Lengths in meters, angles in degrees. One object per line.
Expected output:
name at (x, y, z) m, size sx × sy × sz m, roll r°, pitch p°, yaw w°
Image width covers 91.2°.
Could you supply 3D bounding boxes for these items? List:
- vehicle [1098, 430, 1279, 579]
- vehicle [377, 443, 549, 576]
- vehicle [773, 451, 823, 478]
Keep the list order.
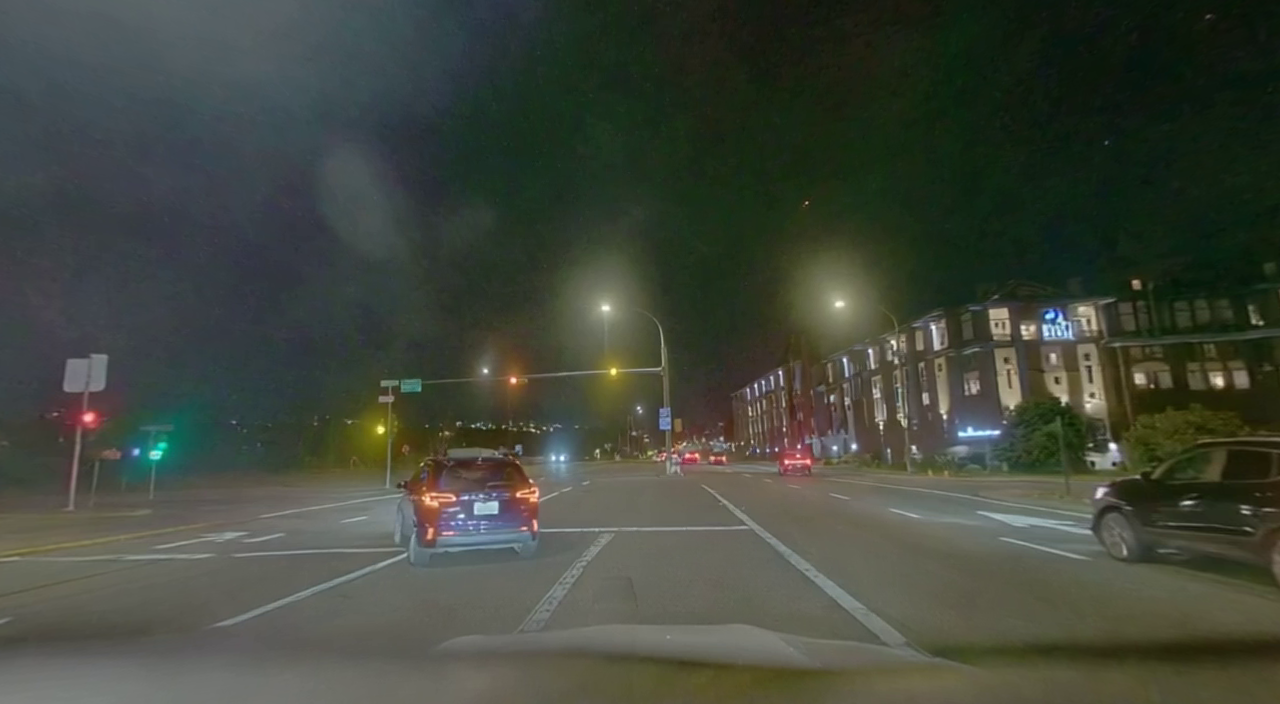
vehicle at (7.901, 1.708, 7.247) m, size 2.007 × 1.586 × 4.210 m, roll -1°, pitch -9°, yaw 0°
vehicle at (-2.767, 2.180, 9.486) m, size 2.014 × 1.525 × 3.670 m, roll 3°, pitch -9°, yaw -20°
vehicle at (9.234, 6.592, 37.004) m, size 1.931 × 1.475 × 4.092 m, roll -1°, pitch -9°, yaw 1°
